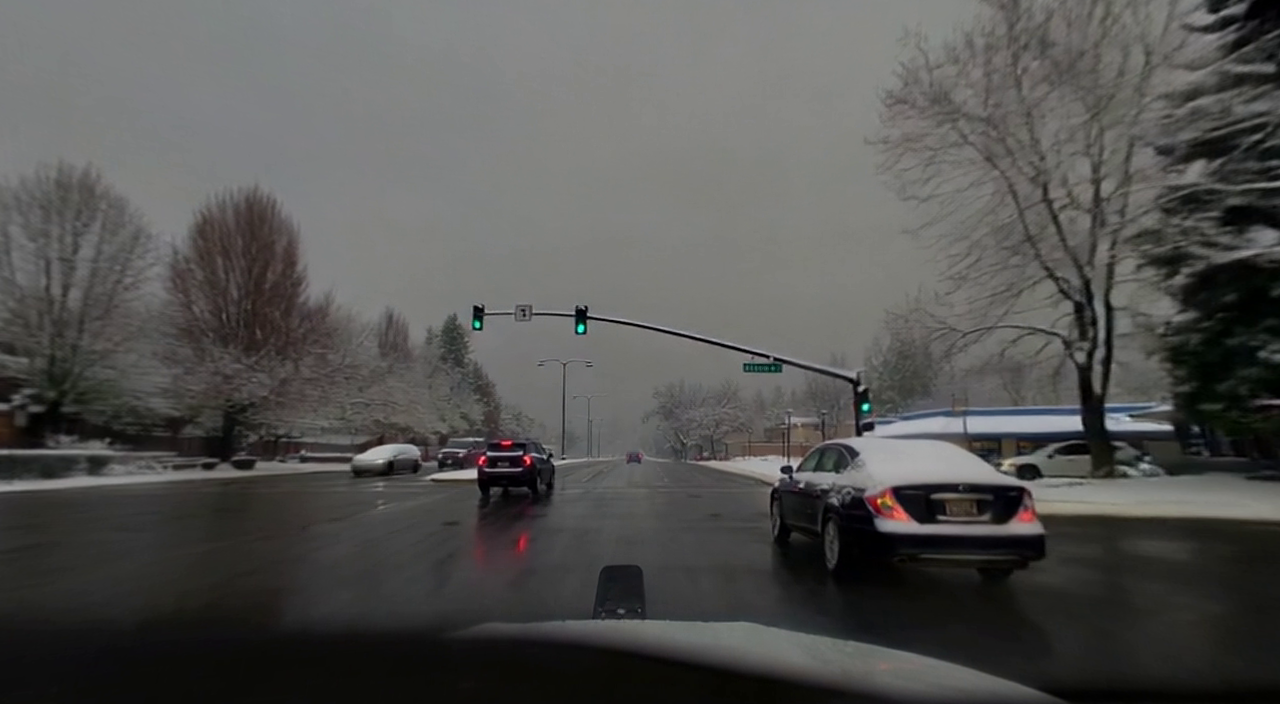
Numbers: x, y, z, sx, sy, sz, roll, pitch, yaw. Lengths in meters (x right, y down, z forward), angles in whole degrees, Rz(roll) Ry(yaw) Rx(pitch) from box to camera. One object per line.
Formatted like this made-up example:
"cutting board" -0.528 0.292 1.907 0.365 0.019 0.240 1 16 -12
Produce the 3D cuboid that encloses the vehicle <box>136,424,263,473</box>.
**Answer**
"vehicle" -34.491 7.599 49.728 7.384 3.665 3.220 0 -8 -1

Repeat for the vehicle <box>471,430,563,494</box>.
"vehicle" -3.782 3.482 20.270 1.997 1.806 4.500 0 -9 0

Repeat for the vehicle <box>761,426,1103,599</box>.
"vehicle" 3.063 1.785 8.060 1.975 1.502 4.787 0 -9 -2

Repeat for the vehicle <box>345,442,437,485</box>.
"vehicle" -10.181 4.560 26.238 1.942 1.576 4.567 -1 -9 0
